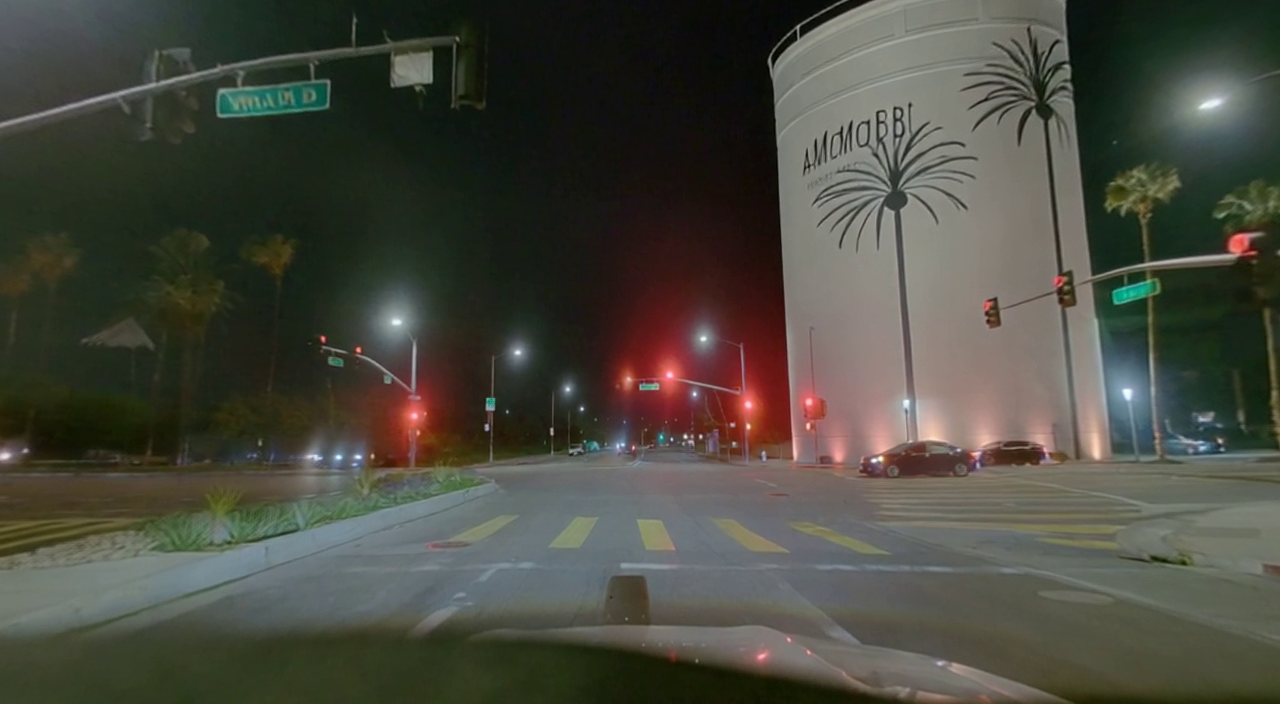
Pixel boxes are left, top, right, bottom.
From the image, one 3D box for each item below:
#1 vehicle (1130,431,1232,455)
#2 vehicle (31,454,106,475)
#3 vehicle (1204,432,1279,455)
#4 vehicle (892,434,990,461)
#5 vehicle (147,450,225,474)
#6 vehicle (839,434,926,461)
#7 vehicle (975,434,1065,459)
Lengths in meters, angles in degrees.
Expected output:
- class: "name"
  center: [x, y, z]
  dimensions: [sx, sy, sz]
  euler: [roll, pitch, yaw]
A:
- class: "vehicle"
  center: [33.380, 5.620, 38.989]
  dimensions: [4.567, 1.458, 1.791]
  euler: [0, -8, 1]
- class: "vehicle"
  center: [-41.431, 8.161, 45.726]
  dimensions: [3.698, 1.467, 1.779]
  euler: [0, -8, 1]
- class: "vehicle"
  center: [42.293, 6.346, 43.715]
  dimensions: [4.437, 1.469, 1.811]
  euler: [0, -8, 0]
- class: "vehicle"
  center: [17.112, 5.438, 35.959]
  dimensions: [4.684, 1.461, 1.777]
  euler: [0, -8, -1]
- class: "vehicle"
  center: [-32.864, 7.945, 45.675]
  dimensions: [4.136, 1.661, 1.857]
  euler: [0, -8, 1]
- class: "vehicle"
  center: [15.190, 6.015, 39.663]
  dimensions: [4.648, 1.665, 1.910]
  euler: [0, -8, 0]
- class: "vehicle"
  center: [23.714, 5.914, 39.418]
  dimensions: [4.423, 1.465, 1.798]
  euler: [0, -8, 1]
